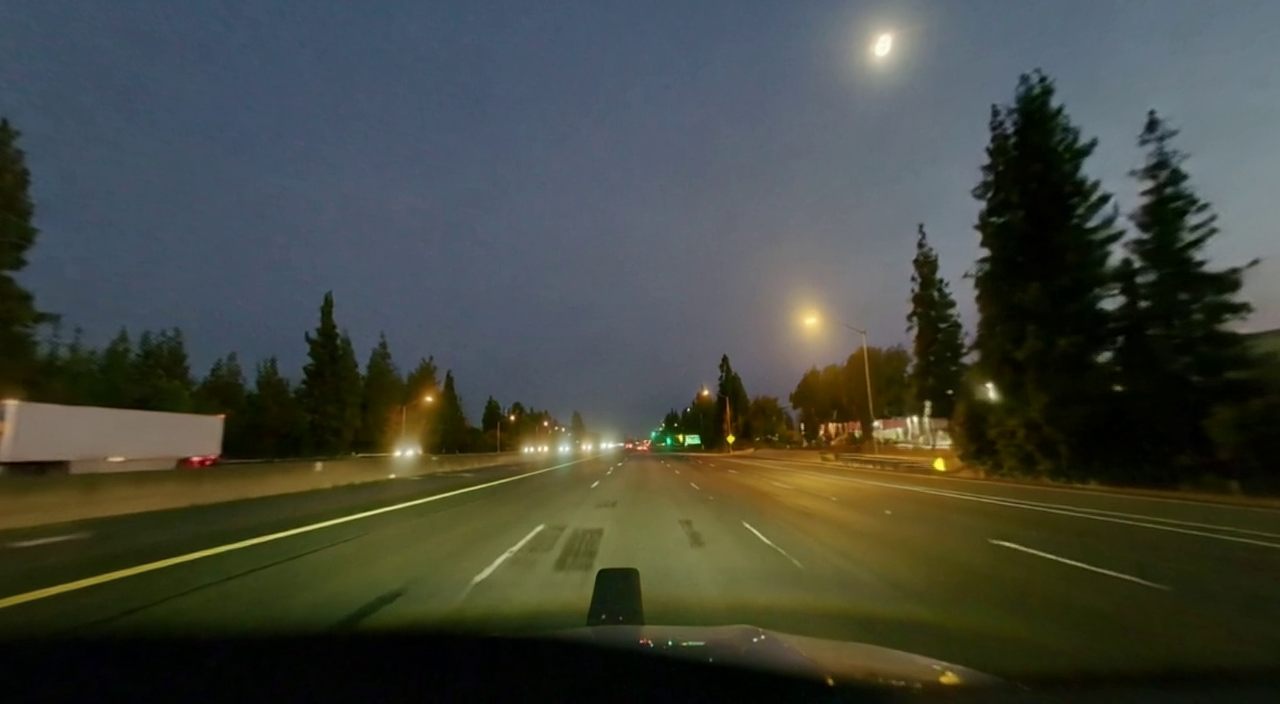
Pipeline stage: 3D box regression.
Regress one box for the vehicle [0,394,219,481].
[{"bbox_3d":[-32.781,5.245,37.837,2.969,4.231,17.183,0,-9,1],"label":"vehicle"}]
